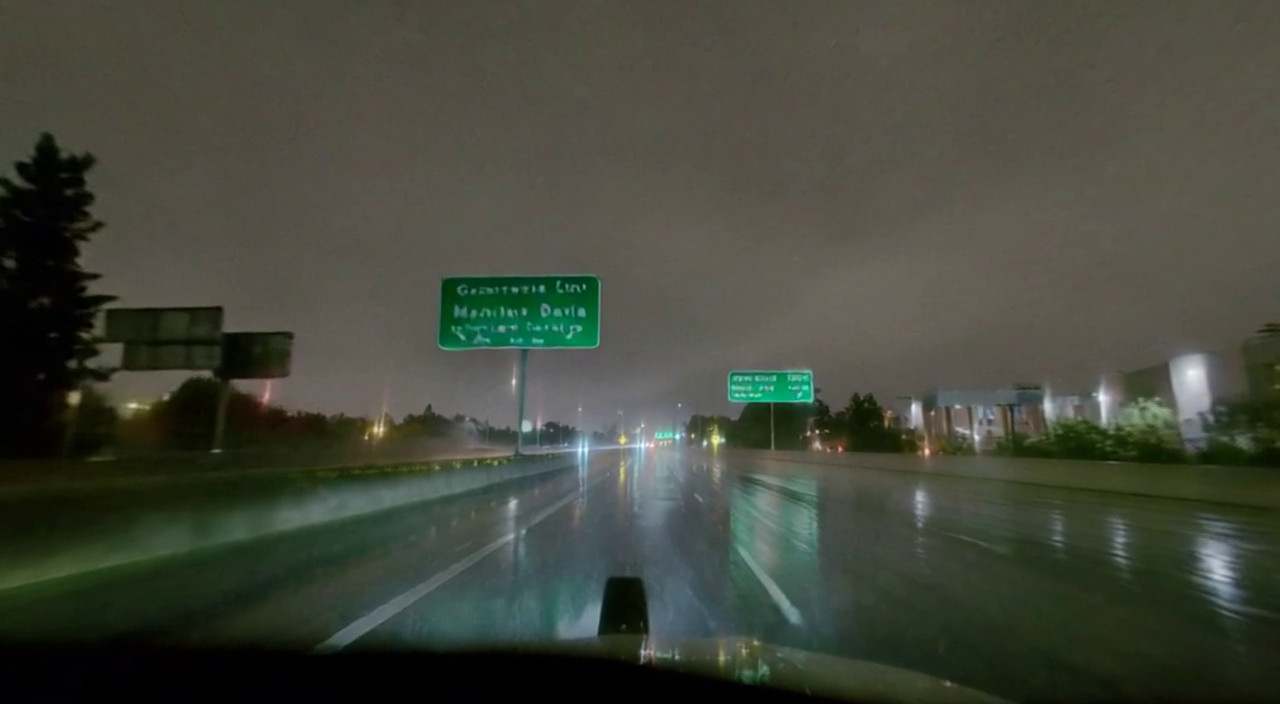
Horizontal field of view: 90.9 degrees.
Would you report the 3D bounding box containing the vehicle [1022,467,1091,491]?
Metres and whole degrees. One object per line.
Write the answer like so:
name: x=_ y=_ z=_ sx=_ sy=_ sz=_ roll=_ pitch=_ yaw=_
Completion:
vehicle: x=29.448 y=8.973 z=44.772 sx=1.909 sy=1.461 sz=4.719 roll=-1 pitch=-9 yaw=3
